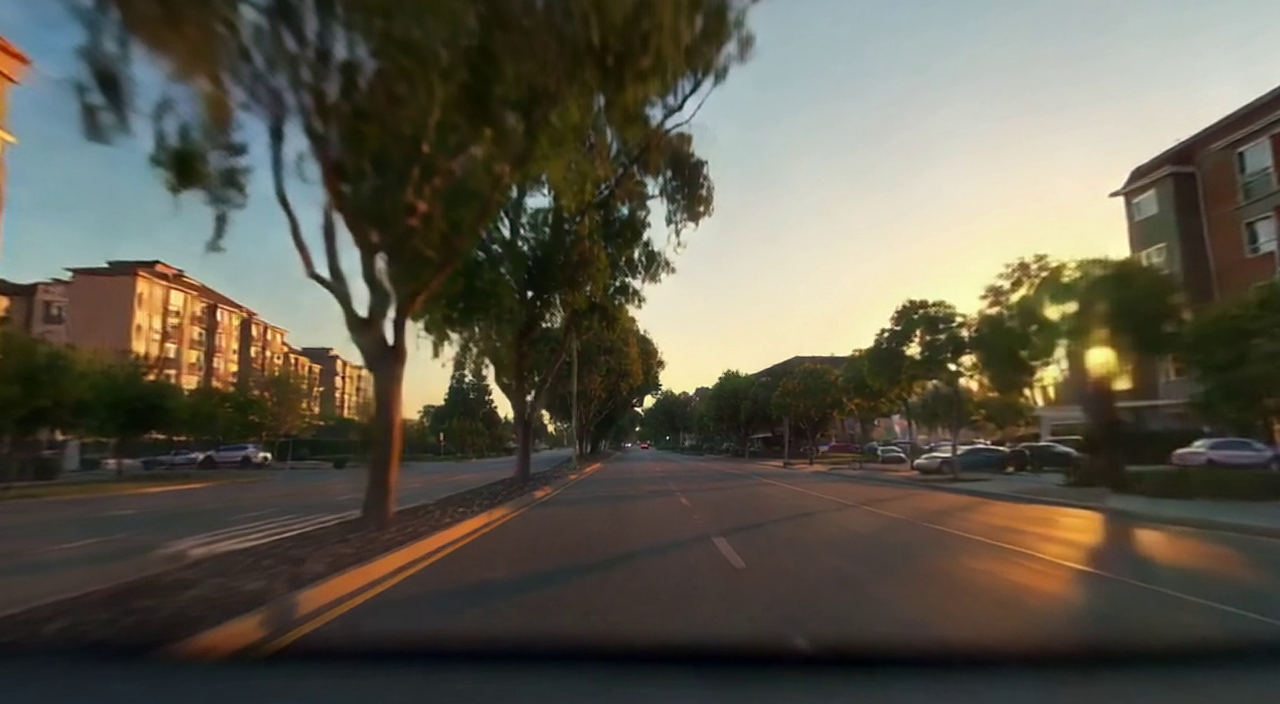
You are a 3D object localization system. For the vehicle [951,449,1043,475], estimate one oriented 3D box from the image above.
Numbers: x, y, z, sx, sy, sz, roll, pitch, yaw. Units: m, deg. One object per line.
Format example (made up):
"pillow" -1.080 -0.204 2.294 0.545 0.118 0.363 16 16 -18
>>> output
"vehicle" 20.082 6.184 35.646 3.975 1.387 1.914 0 -9 -2

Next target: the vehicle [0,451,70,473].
"vehicle" -43.165 7.780 44.687 1.766 1.435 4.268 0 -9 -1

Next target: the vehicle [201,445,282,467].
"vehicle" -29.785 7.762 47.269 4.693 1.572 1.999 0 -9 0
